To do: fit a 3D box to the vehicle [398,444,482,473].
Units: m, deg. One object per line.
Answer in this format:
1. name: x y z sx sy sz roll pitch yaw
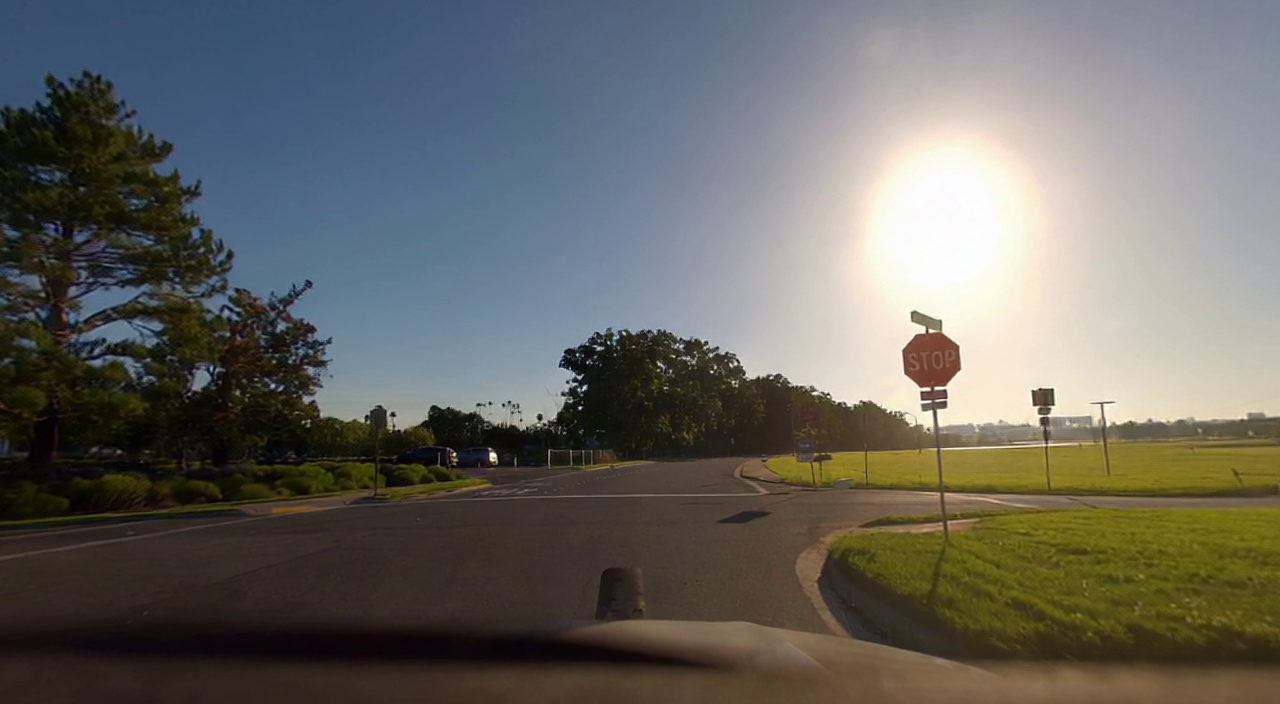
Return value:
1. vehicle: -12.645 6.748 40.032 4.590 1.735 1.973 0 -8 3
